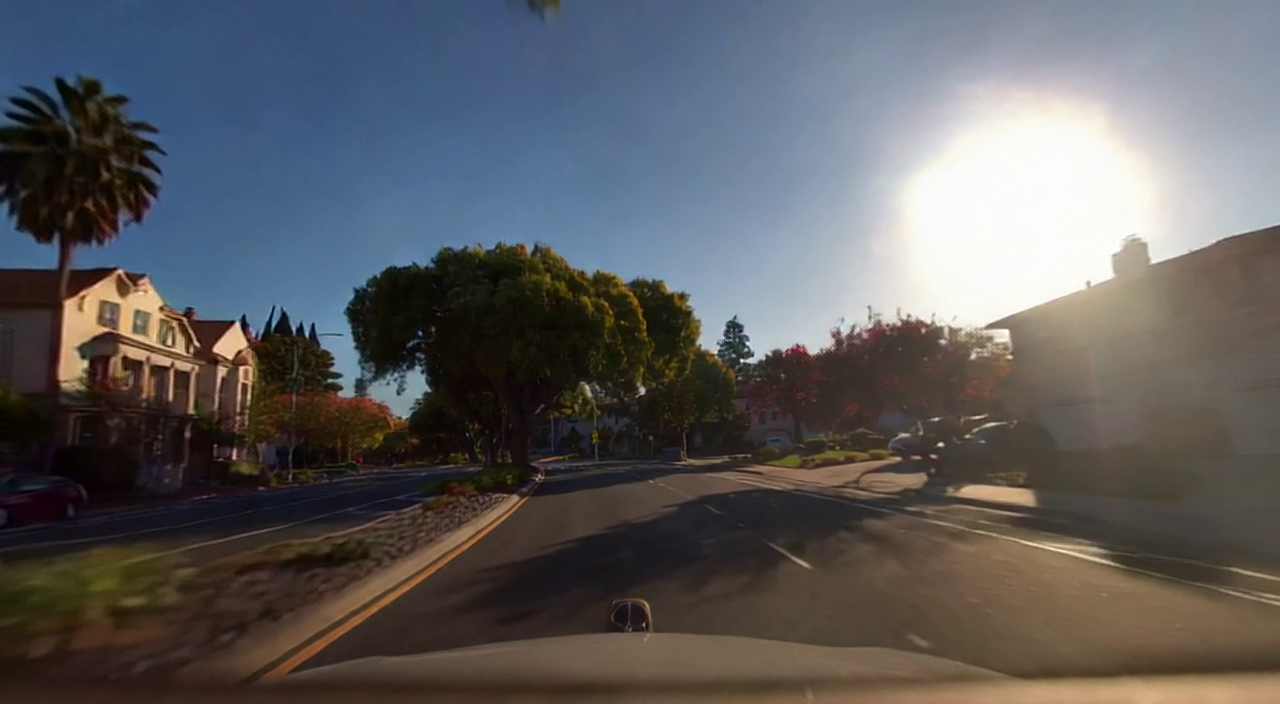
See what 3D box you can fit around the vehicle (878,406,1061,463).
[{"bbox_3d":[12.937,3.404,25.328,6.051,2.092,2.231,-3,-10,17],"label":"vehicle"}]
